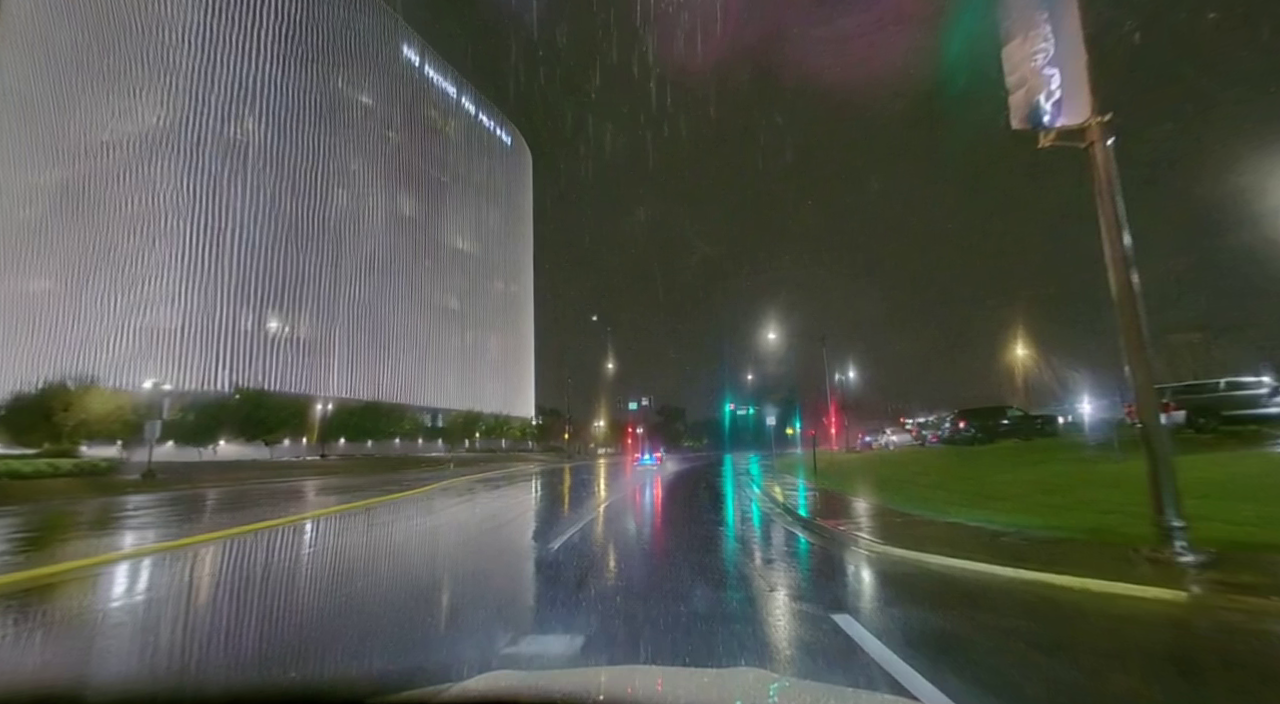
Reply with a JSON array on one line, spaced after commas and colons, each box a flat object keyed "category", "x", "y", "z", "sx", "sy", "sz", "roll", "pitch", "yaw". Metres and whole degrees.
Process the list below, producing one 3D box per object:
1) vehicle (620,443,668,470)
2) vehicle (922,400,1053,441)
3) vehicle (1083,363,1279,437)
[{"category": "vehicle", "x": 0.303, "y": 6.056, "z": 36.715, "sx": 1.971, "sy": 1.486, "sz": 4.380, "roll": -2, "pitch": -9, "yaw": 11}, {"category": "vehicle", "x": 15.352, "y": 3.081, "z": 28.040, "sx": 4.586, "sy": 1.716, "sz": 1.992, "roll": -1, "pitch": -9, "yaw": 6}, {"category": "vehicle", "x": 13.821, "y": 1.189, "z": 15.311, "sx": 4.493, "sy": 1.510, "sz": 1.860, "roll": -3, "pitch": -9, "yaw": 6}]
